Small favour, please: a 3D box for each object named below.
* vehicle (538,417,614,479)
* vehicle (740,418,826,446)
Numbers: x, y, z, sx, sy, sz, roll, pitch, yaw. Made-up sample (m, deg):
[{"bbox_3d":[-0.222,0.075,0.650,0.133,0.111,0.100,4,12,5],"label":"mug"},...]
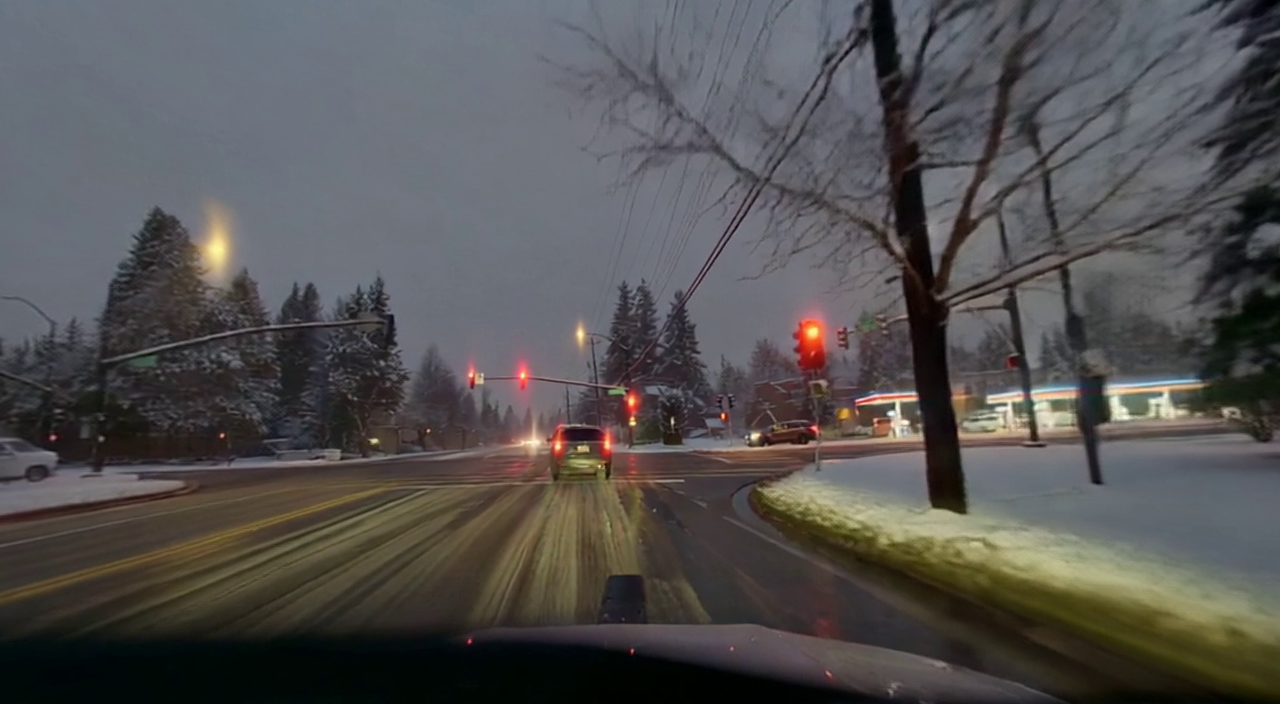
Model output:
[{"bbox_3d":[-2.151,3.246,21.405,2.300,1.868,4.690,1,-8,-5],"label":"vehicle"},{"bbox_3d":[9.385,5.268,41.474,5.149,1.725,1.964,0,-8,-5],"label":"vehicle"}]
